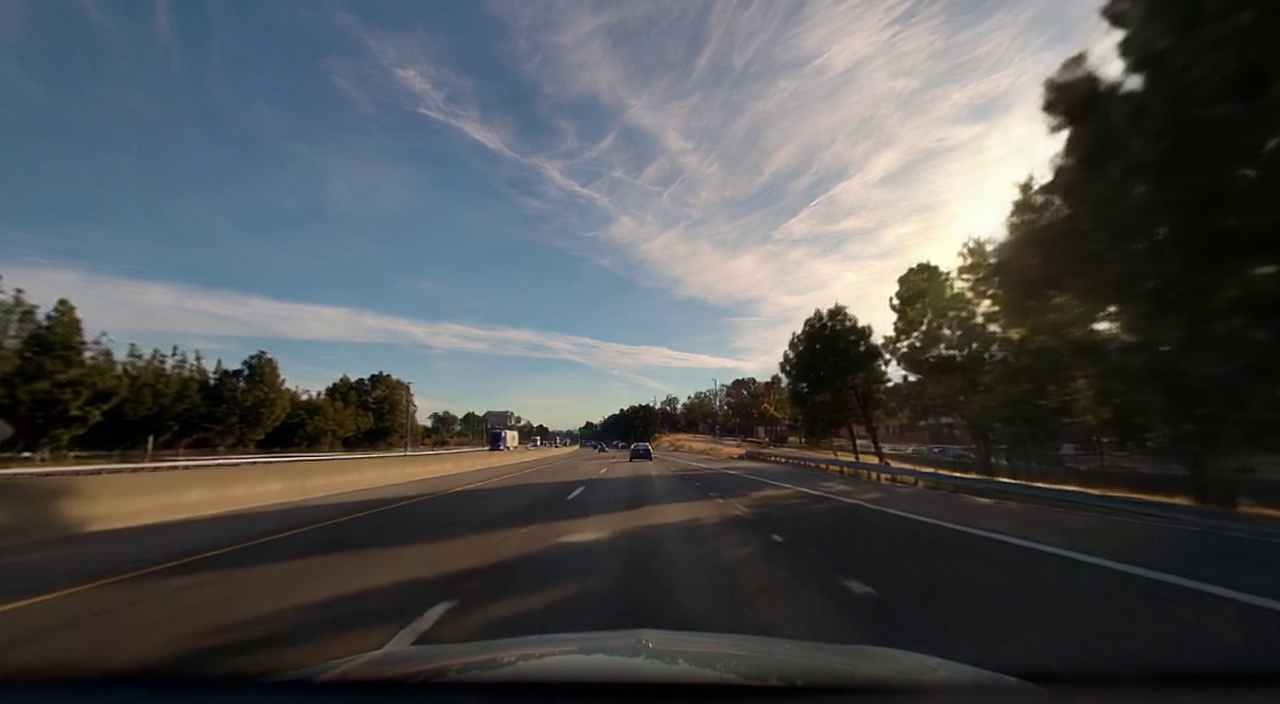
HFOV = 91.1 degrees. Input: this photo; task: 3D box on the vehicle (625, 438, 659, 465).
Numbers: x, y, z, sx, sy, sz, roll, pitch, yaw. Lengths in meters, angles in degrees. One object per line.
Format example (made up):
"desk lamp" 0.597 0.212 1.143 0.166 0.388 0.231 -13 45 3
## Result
"vehicle" 0.081 6.350 40.249 2.029 1.666 4.064 0 -8 -2
